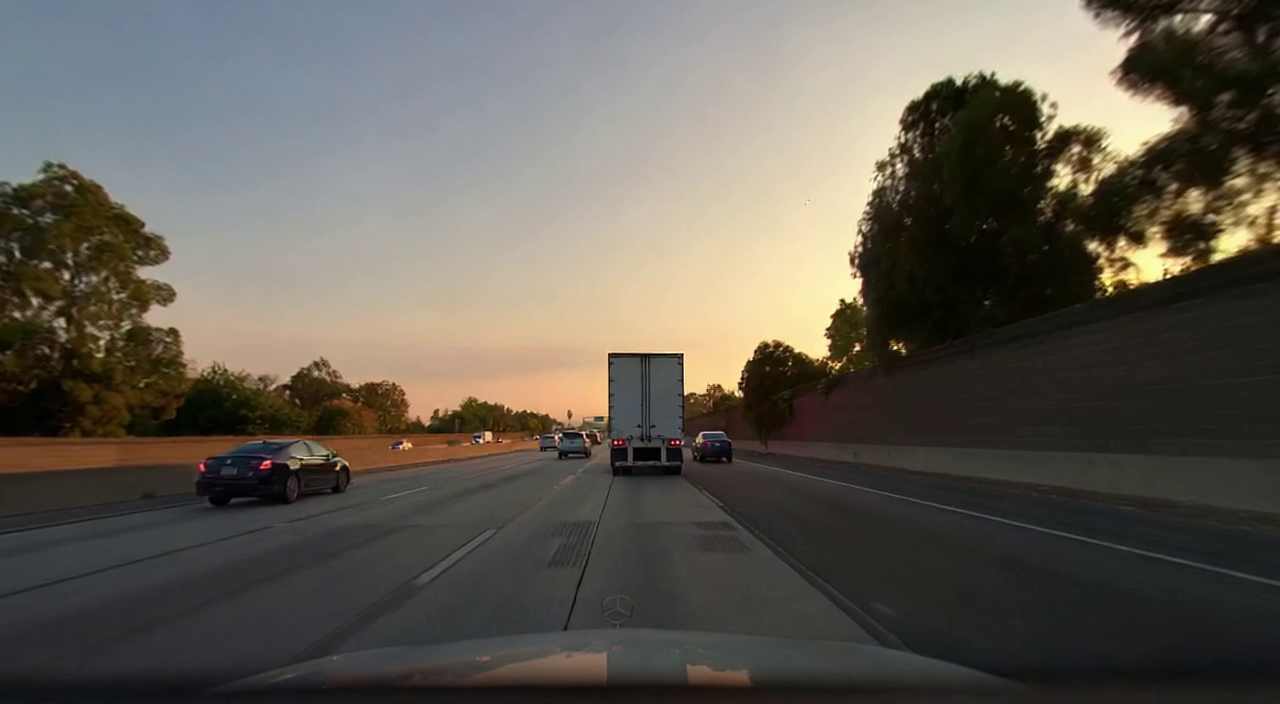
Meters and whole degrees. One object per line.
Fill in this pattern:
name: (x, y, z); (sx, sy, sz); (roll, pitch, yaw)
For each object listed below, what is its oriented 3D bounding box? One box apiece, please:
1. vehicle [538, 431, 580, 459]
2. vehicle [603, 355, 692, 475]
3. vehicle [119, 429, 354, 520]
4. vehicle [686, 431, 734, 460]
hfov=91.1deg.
vehicle: (-5.054, 5.836, 39.799); (2.134, 1.650, 4.133); (0, -8, -1)
vehicle: (0.012, 2.763, 25.905); (2.904, 3.915, 10.473); (0, -8, -2)
vehicle: (-7.681, 2.315, 12.559); (2.059, 1.500, 4.001); (0, -8, -1)
vehicle: (3.857, 5.230, 35.483); (2.044, 1.508, 4.716); (0, -8, -2)
